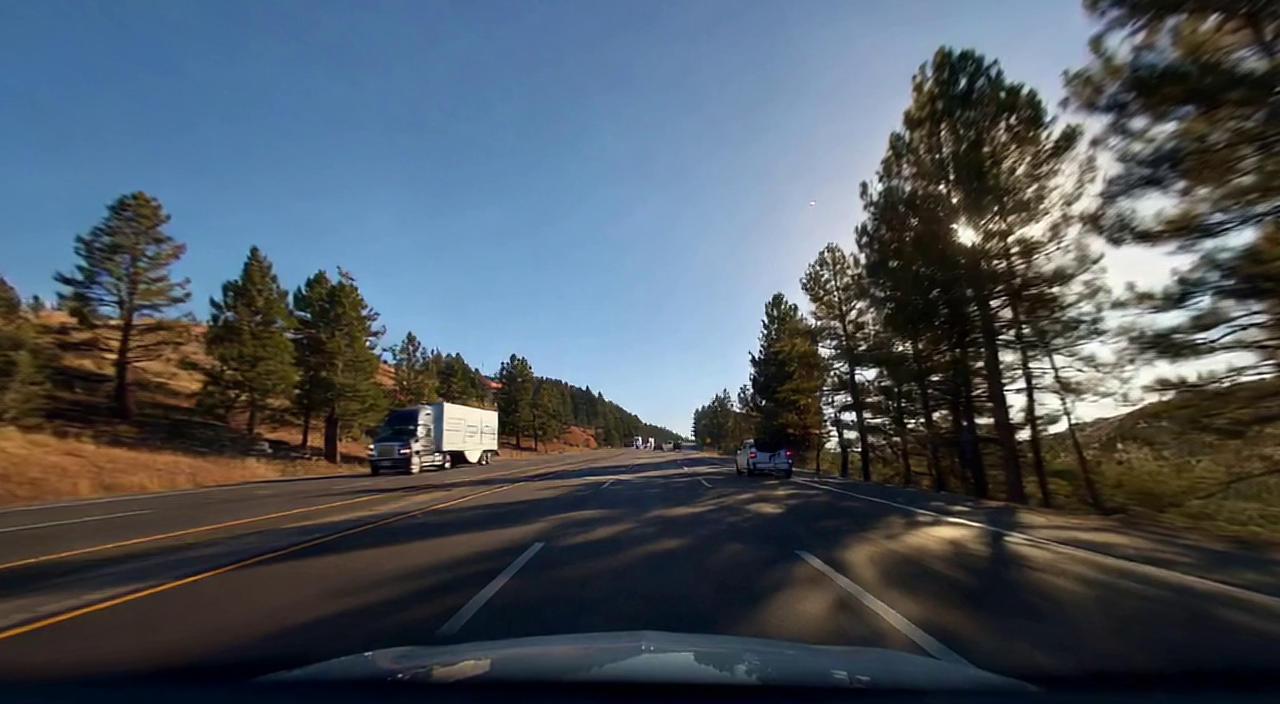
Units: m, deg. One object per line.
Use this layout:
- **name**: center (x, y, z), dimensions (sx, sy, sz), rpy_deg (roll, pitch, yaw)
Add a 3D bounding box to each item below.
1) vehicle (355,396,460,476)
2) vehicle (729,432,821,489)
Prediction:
- **vehicle**: center (-12.798, 4.773, 35.585), dimensions (2.992, 4.036, 7.069), rpy_deg (0, -8, 1)
- **vehicle**: center (4.468, 3.682, 21.734), dimensions (2.098, 1.703, 4.862), rpy_deg (0, -8, 0)
